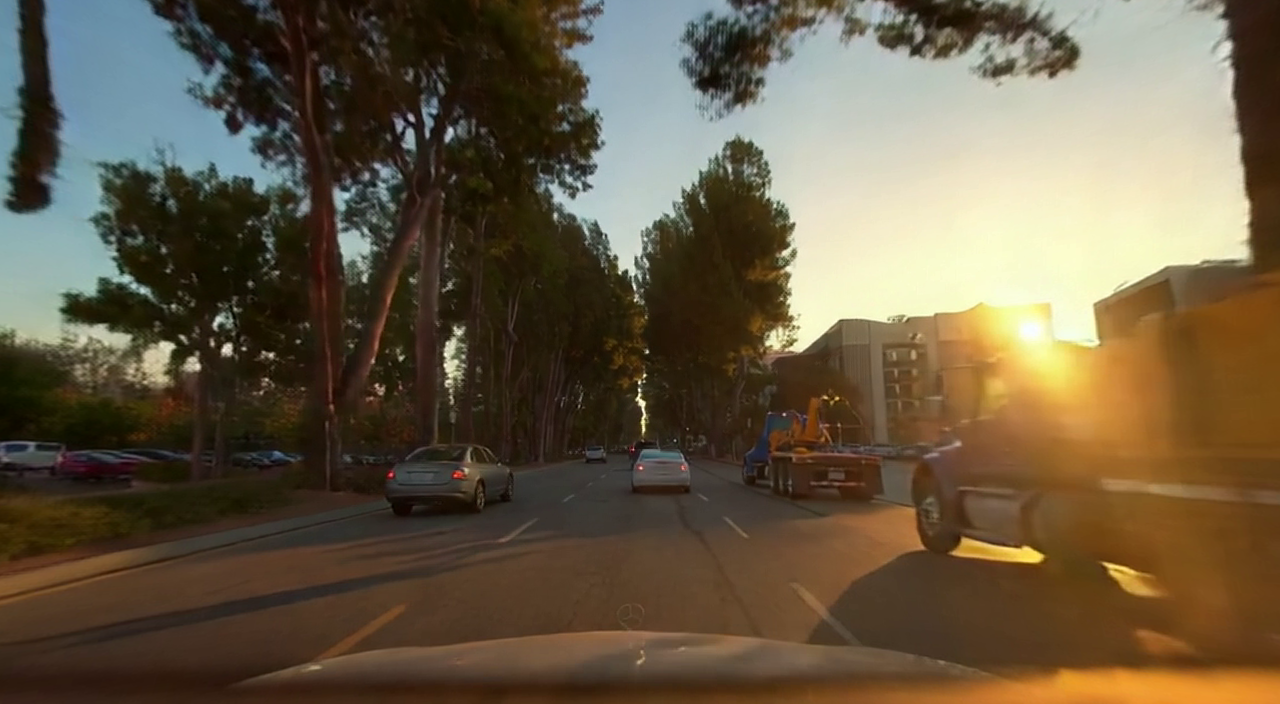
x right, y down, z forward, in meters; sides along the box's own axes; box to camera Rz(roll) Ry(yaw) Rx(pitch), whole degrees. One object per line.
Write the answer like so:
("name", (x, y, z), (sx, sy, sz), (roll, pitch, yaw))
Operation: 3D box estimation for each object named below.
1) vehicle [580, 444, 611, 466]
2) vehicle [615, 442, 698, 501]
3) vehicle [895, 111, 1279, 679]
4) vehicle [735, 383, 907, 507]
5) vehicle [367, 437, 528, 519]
("vehicle", (-3.430, 8.072, 49.364), (2.062, 1.641, 4.193), (0, -9, 2))
("vehicle", (0.438, 3.338, 18.025), (2.086, 1.466, 4.026), (0, -9, 1))
("vehicle", (5.548, 0.365, 4.630), (2.867, 3.600, 11.047), (0, -9, 1))
("vehicle", (5.489, 3.133, 21.258), (3.089, 3.258, 8.841), (0, -9, 0))
("vehicle", (-4.037, 2.731, 14.219), (2.003, 1.507, 4.808), (0, -9, 1))
